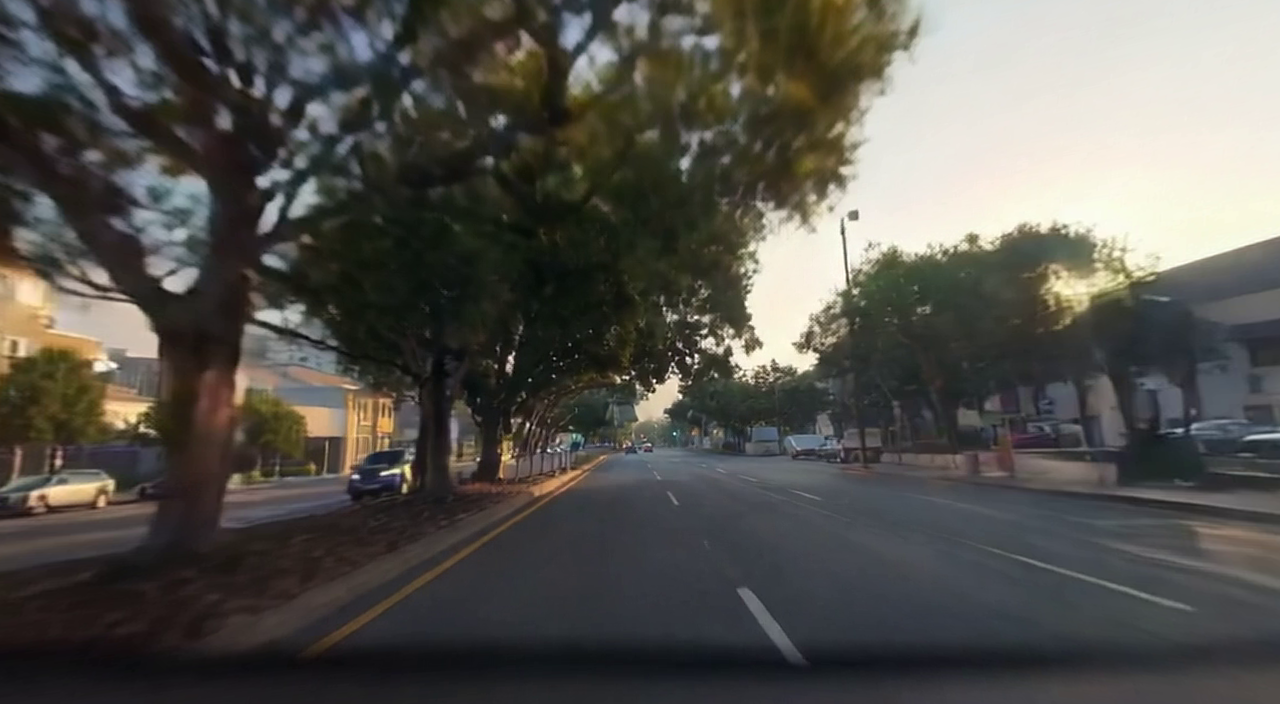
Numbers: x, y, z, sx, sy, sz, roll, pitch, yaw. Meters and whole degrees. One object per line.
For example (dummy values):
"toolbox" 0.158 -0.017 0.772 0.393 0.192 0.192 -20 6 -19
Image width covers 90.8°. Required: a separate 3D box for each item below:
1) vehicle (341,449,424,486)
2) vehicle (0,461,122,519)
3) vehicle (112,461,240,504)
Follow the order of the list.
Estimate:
"vehicle" -11.948 5.363 29.694 1.918 1.546 4.683 0 -8 0
"vehicle" -19.938 4.514 21.075 1.815 1.629 4.123 0 -8 -1
"vehicle" -19.955 5.607 27.543 1.870 1.486 5.031 -1 -8 -1
